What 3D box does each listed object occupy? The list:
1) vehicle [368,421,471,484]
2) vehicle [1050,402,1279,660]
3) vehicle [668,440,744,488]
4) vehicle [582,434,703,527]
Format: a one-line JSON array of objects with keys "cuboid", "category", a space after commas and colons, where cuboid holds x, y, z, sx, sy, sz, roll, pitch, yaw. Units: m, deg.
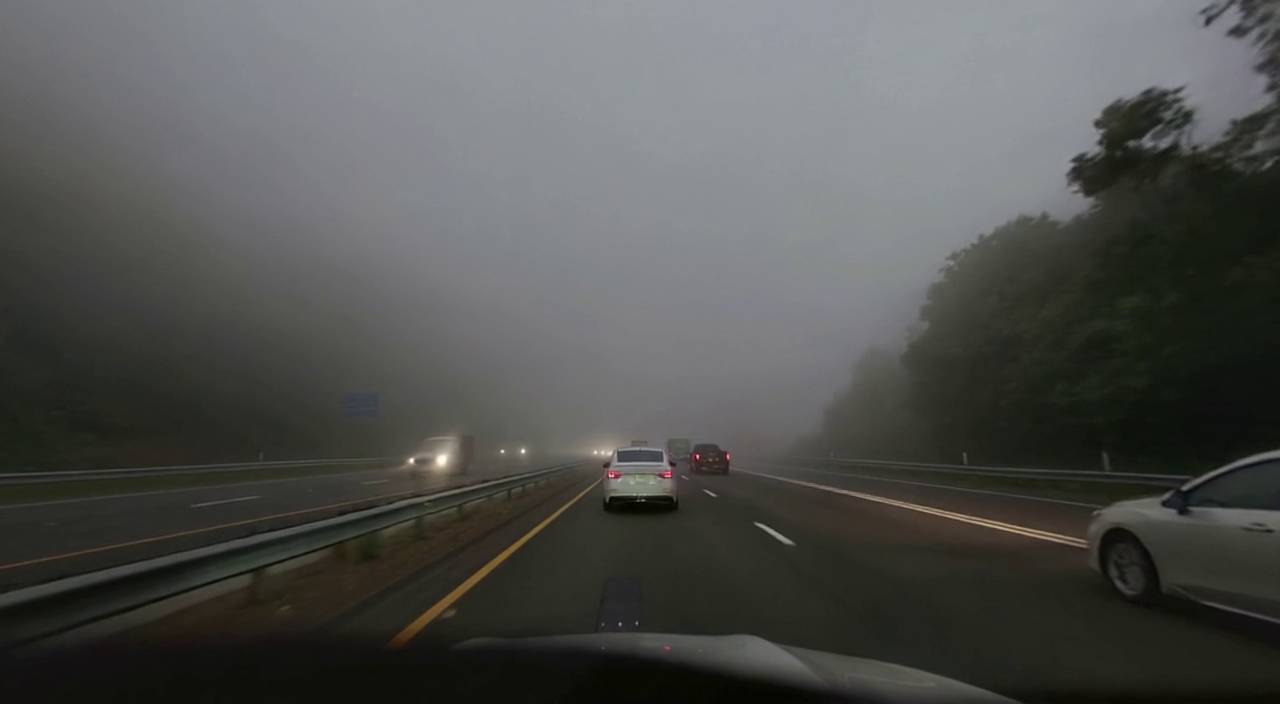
[{"cuboid": [-9.465, 4.400, 27.652, 2.512, 2.475, 5.406, 0, -9, 0], "category": "vehicle"}, {"cuboid": [4.766, 1.058, 3.720, 1.931, 1.516, 3.995, 0, -9, 0], "category": "vehicle"}, {"cuboid": [2.305, 4.065, 23.139, 1.999, 1.596, 3.990, 0, -9, -5], "category": "vehicle"}, {"cuboid": [0.014, 2.514, 12.771, 2.088, 1.580, 3.657, 0, -9, -1], "category": "vehicle"}]
